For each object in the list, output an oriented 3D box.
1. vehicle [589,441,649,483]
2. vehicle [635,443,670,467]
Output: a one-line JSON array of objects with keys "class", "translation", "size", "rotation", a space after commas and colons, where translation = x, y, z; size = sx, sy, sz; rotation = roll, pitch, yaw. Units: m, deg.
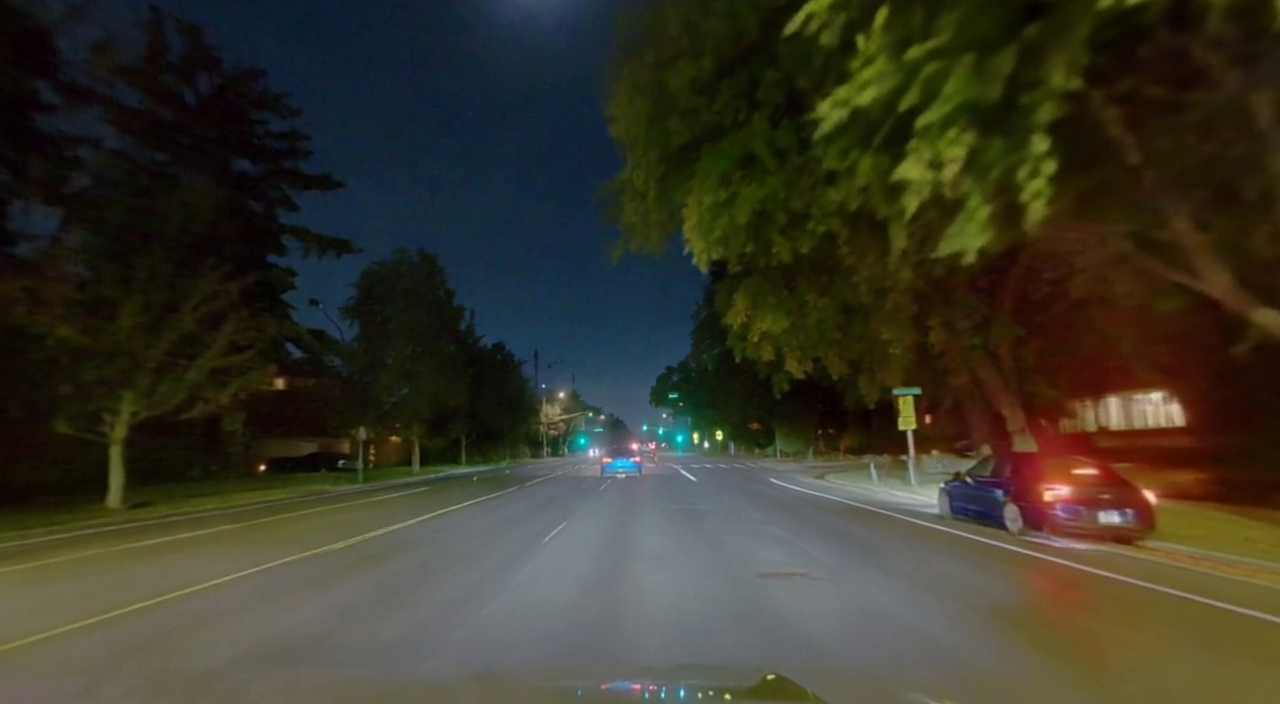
[{"class": "vehicle", "translation": [-0.854, 4.318, 25.048], "size": [2.158, 1.469, 4.909], "rotation": [0, -9, -2]}, {"class": "vehicle", "translation": [0.799, 6.883, 42.219], "size": [2.226, 1.505, 4.128], "rotation": [0, -9, 0]}]
